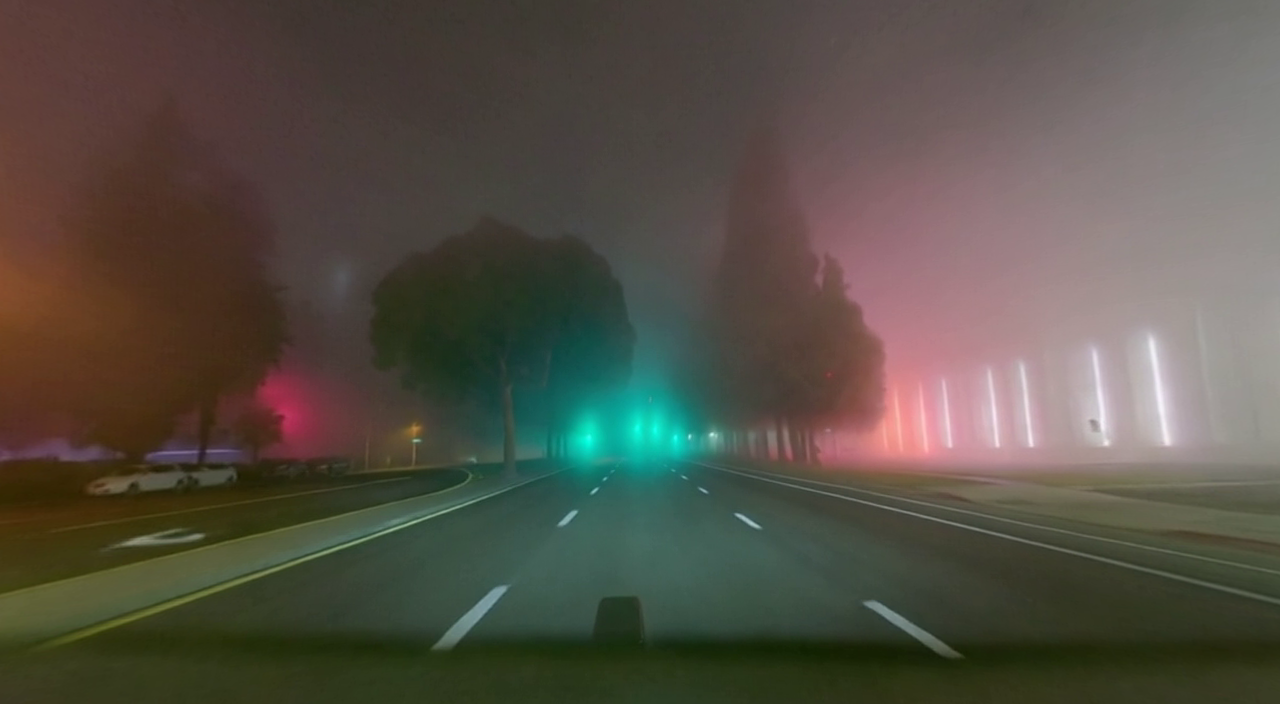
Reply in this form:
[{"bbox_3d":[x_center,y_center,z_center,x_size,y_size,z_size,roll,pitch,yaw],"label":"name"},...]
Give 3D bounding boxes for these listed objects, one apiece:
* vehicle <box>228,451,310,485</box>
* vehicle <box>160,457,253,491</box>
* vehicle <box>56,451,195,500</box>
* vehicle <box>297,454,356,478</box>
[{"bbox_3d":[-22.156,6.886,37.954,2.043,1.816,4.776,0,-8,-1],"label":"vehicle"},{"bbox_3d":[-22.013,6.189,32.307,1.897,1.462,4.278,0,-8,-3],"label":"vehicle"},{"bbox_3d":[-21.895,5.226,27.209,1.922,1.821,4.729,0,-8,0],"label":"vehicle"},{"bbox_3d":[-21.967,7.977,44.444,1.841,1.505,4.664,0,-8,-1],"label":"vehicle"}]
